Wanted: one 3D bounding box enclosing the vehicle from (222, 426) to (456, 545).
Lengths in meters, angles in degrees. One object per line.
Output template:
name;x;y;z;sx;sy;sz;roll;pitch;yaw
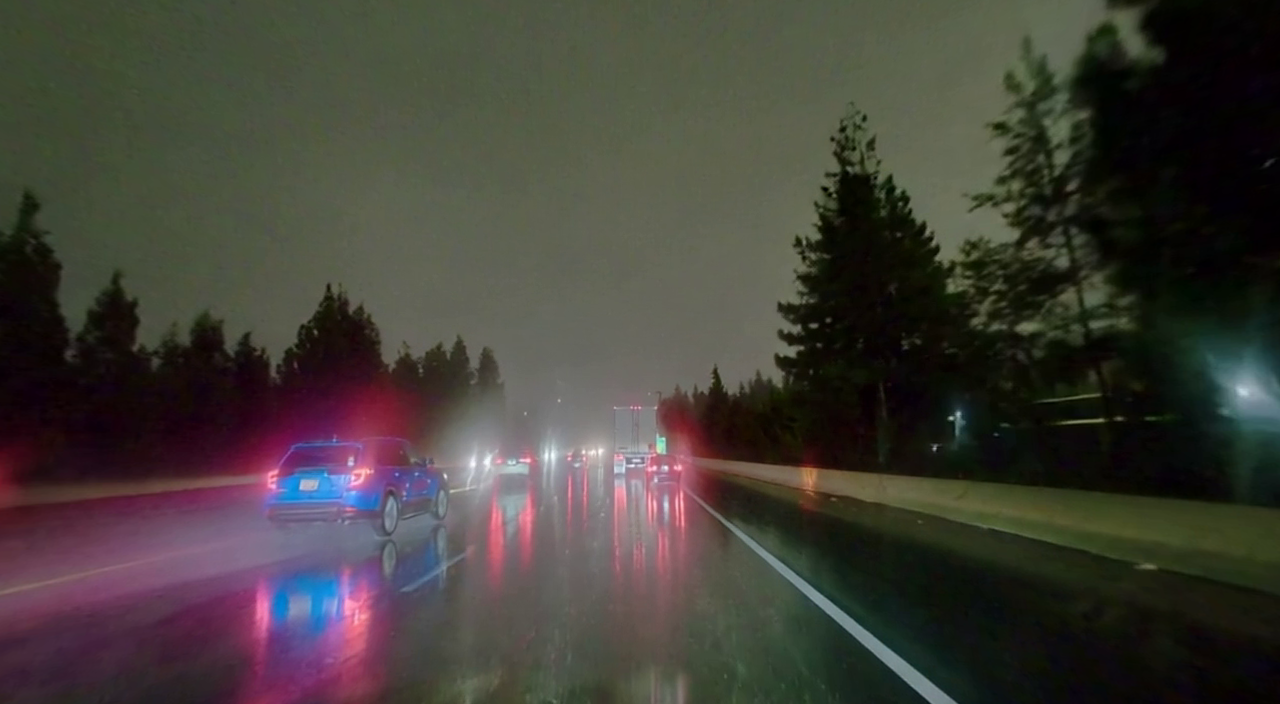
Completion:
vehicle;-4.924;2.230;11.083;2.100;1.671;4.105;0;-9;0

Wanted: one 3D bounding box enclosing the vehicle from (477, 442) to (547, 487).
vehicle;-5.182;4.616;25.959;2.035;1.664;4.064;0;-9;0

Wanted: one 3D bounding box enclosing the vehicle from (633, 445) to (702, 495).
vehicle;0.824;3.943;21.318;2.026;1.489;4.045;0;-9;-2

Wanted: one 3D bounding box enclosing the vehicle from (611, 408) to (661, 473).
vehicle;-0.520;6.383;44.857;3.113;4.066;10.786;0;-9;-3
